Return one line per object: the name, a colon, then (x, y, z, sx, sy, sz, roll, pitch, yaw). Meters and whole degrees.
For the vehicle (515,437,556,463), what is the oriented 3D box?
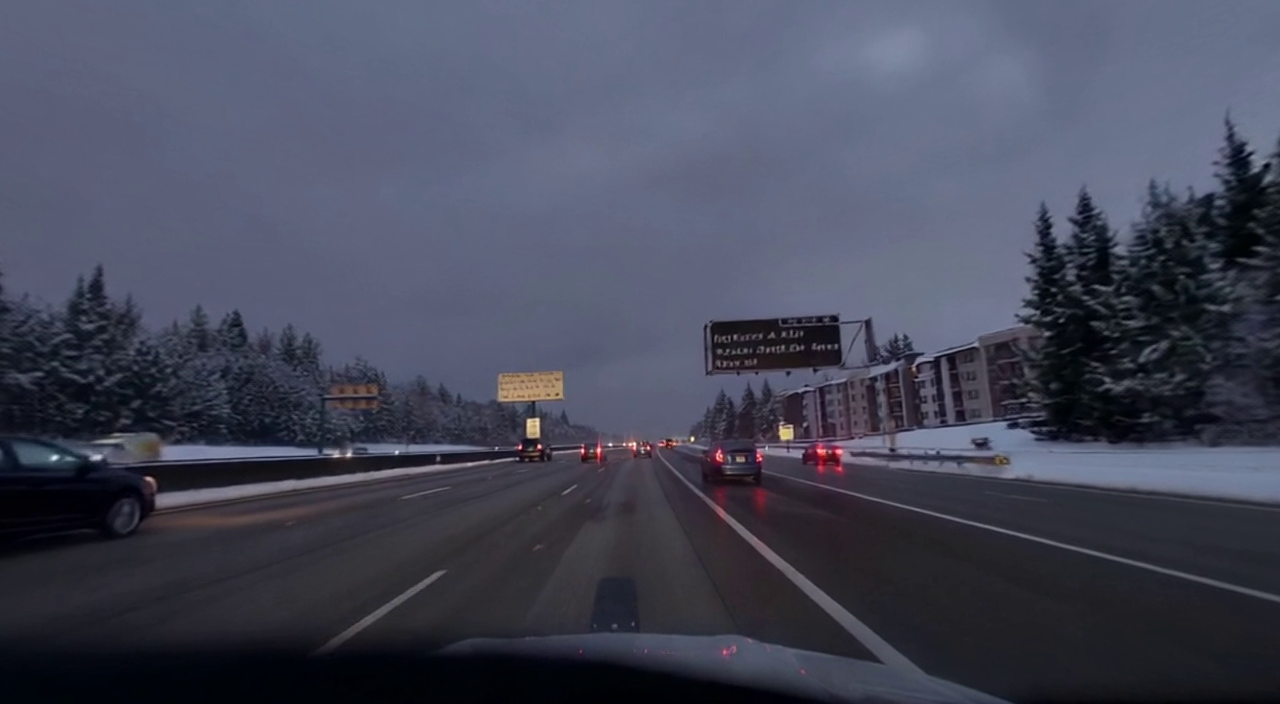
vehicle: (-7.272, 6.867, 44.430, 2.057, 1.733, 4.589, 0, -8, 1)

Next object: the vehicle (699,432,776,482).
vehicle: (3.513, 3.879, 23.619, 2.080, 1.694, 4.286, 0, -8, -1)

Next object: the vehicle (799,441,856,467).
vehicle: (11.038, 6.023, 37.535, 2.061, 1.459, 4.273, 0, -8, -1)

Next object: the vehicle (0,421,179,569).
vehicle: (-7.518, 1.480, 6.594, 2.021, 1.496, 4.495, 0, -8, 0)

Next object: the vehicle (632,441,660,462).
vehicle: (0.435, 7.303, 46.433, 1.992, 1.431, 4.055, 0, -8, 0)

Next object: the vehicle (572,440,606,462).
vehicle: (-3.541, 7.043, 44.837, 2.002, 1.466, 4.378, 0, -8, 0)
